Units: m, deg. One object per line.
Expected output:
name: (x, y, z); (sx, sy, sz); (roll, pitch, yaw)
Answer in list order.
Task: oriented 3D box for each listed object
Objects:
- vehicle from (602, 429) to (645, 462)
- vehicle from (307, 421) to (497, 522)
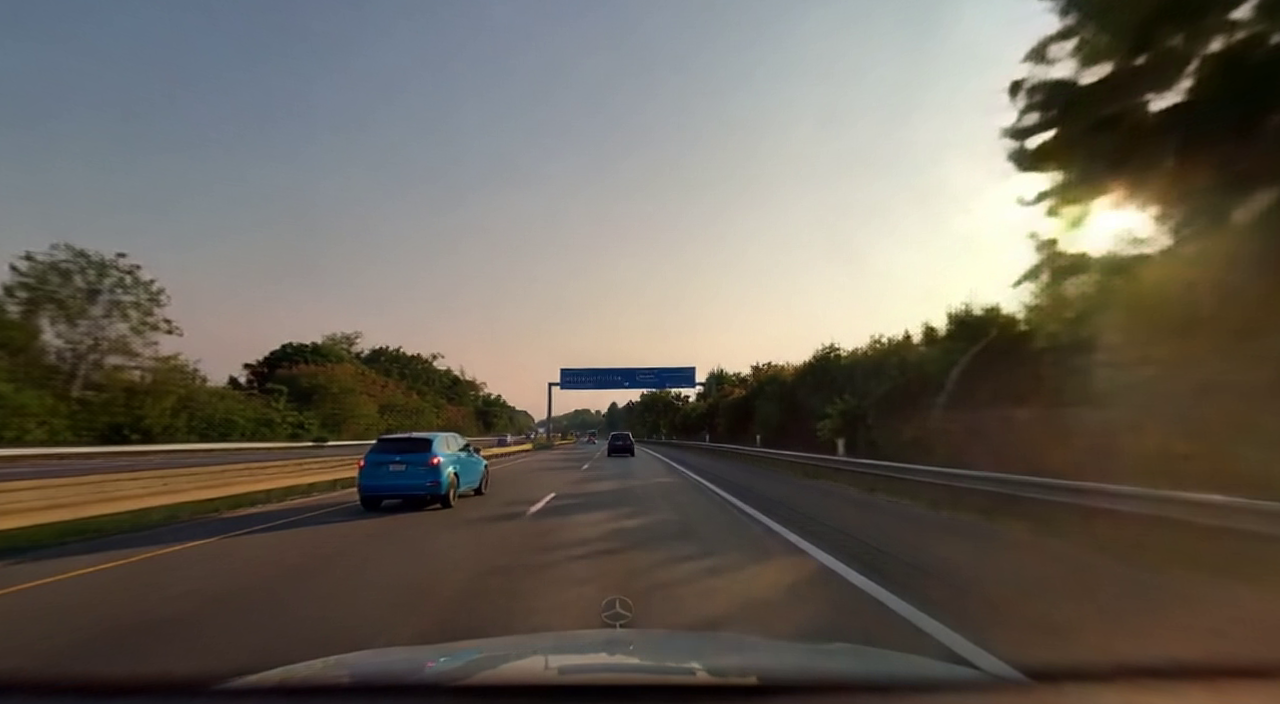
vehicle: (-0.901, 4.997, 33.823); (2.162, 1.616, 4.242); (0, -8, -1)
vehicle: (-4.098, 2.099, 11.734); (1.975, 1.518, 4.242); (0, -8, -1)
